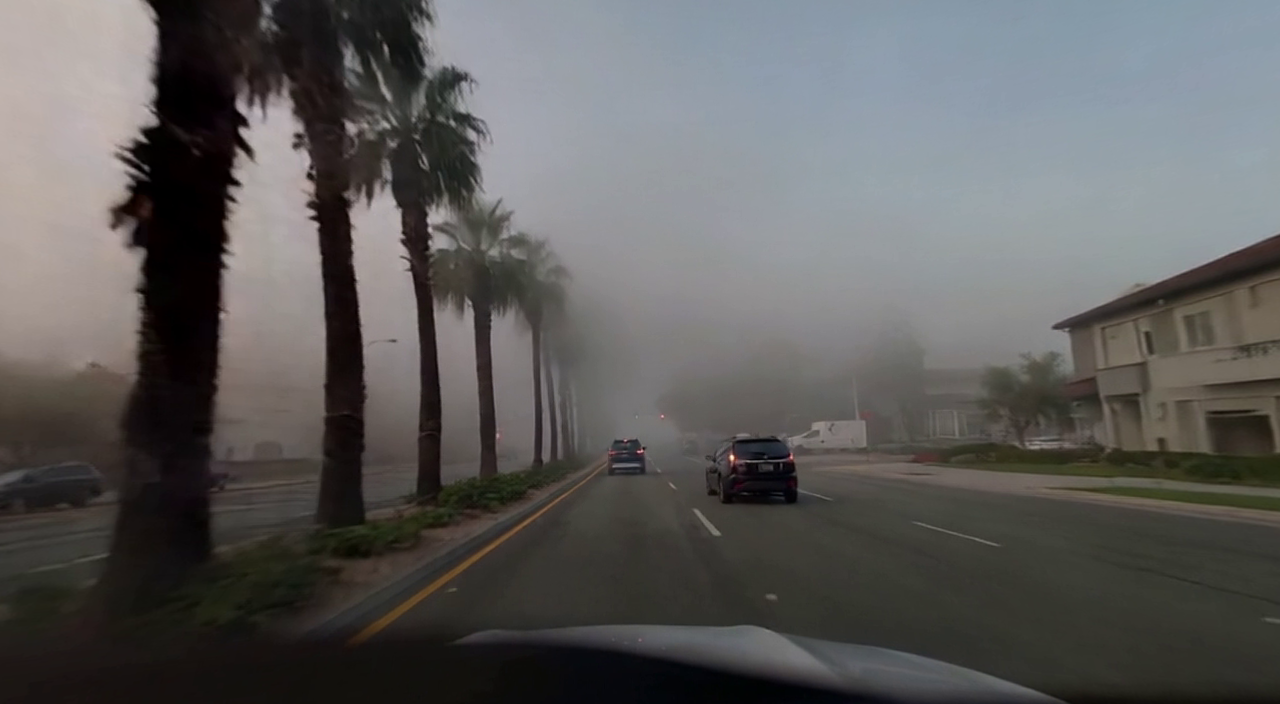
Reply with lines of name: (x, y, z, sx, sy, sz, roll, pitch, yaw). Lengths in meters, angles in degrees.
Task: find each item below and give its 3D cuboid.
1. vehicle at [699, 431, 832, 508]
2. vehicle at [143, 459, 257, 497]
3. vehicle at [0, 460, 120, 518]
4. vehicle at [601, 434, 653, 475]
vehicle: (2.828, 2.793, 15.472, 2.195, 1.590, 4.668, 0, -8, -2)
vehicle: (-19.467, 5.568, 28.120, 1.847, 1.466, 4.530, 0, -8, -1)
vehicle: (-19.641, 4.388, 20.659, 1.753, 1.600, 4.040, 0, -8, -2)
vehicle: (-0.597, 4.857, 30.088, 2.277, 1.816, 4.192, 0, -8, -1)
